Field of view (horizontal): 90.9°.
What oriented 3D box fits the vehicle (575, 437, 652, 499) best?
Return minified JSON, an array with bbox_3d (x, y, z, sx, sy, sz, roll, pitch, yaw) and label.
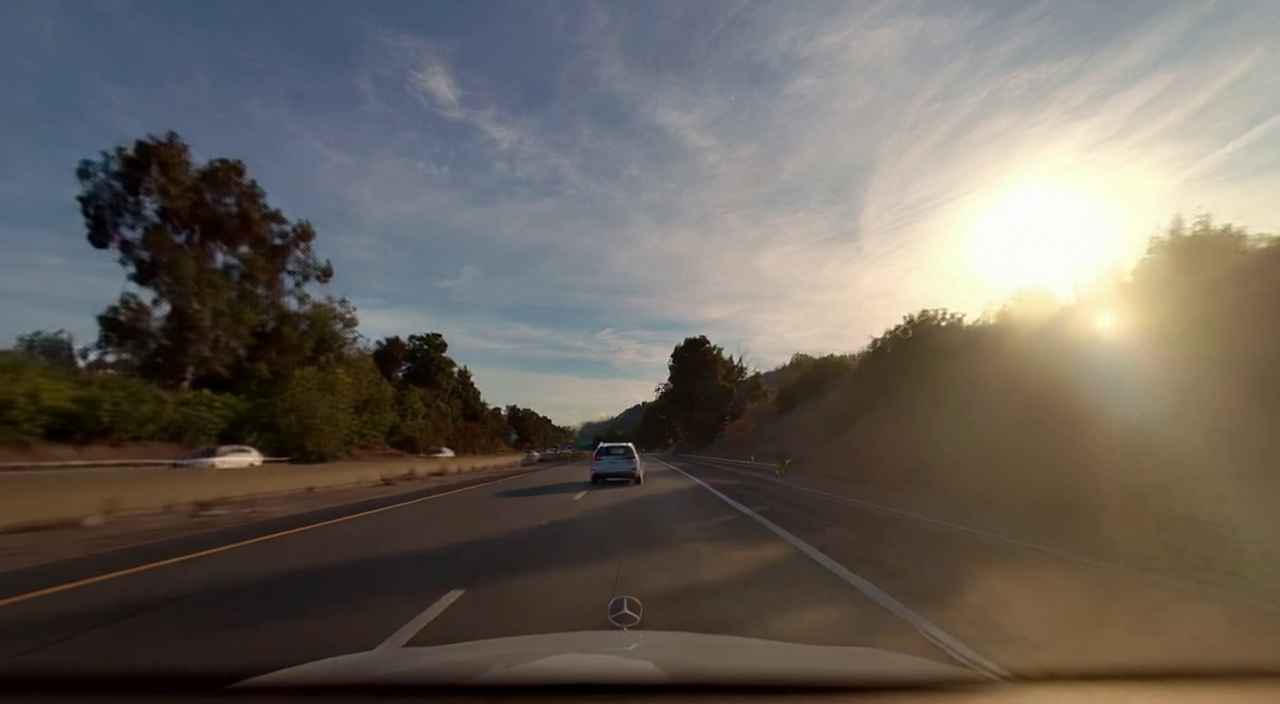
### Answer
[{"bbox_3d":[-0.699,3.563,19.709,2.135,1.686,4.517,0,-9,1],"label":"vehicle"}]
